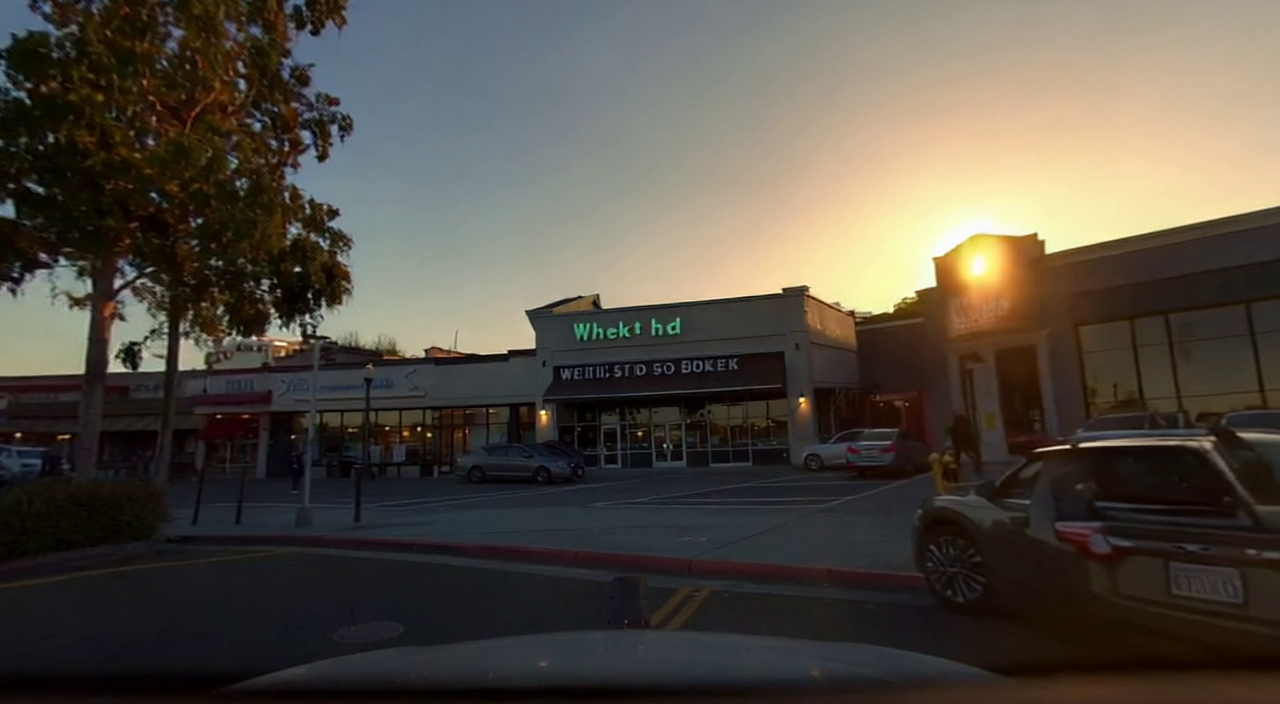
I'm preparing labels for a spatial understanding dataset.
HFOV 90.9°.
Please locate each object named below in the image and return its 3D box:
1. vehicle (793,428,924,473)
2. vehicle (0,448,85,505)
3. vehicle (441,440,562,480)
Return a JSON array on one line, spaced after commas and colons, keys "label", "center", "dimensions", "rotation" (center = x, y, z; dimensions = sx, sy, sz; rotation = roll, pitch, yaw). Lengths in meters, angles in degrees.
[{"label": "vehicle", "center": [8.925, 4.034, 25.834], "dimensions": [4.706, 1.663, 1.993], "rotation": [-5, -10, 29]}, {"label": "vehicle", "center": [-23.938, 4.803, 24.714], "dimensions": [4.748, 2.013, 2.150], "rotation": [-7, -11, 36]}, {"label": "vehicle", "center": [-6.028, 4.706, 27.598], "dimensions": [4.814, 1.618, 1.869], "rotation": [-2, -9, 15]}]
